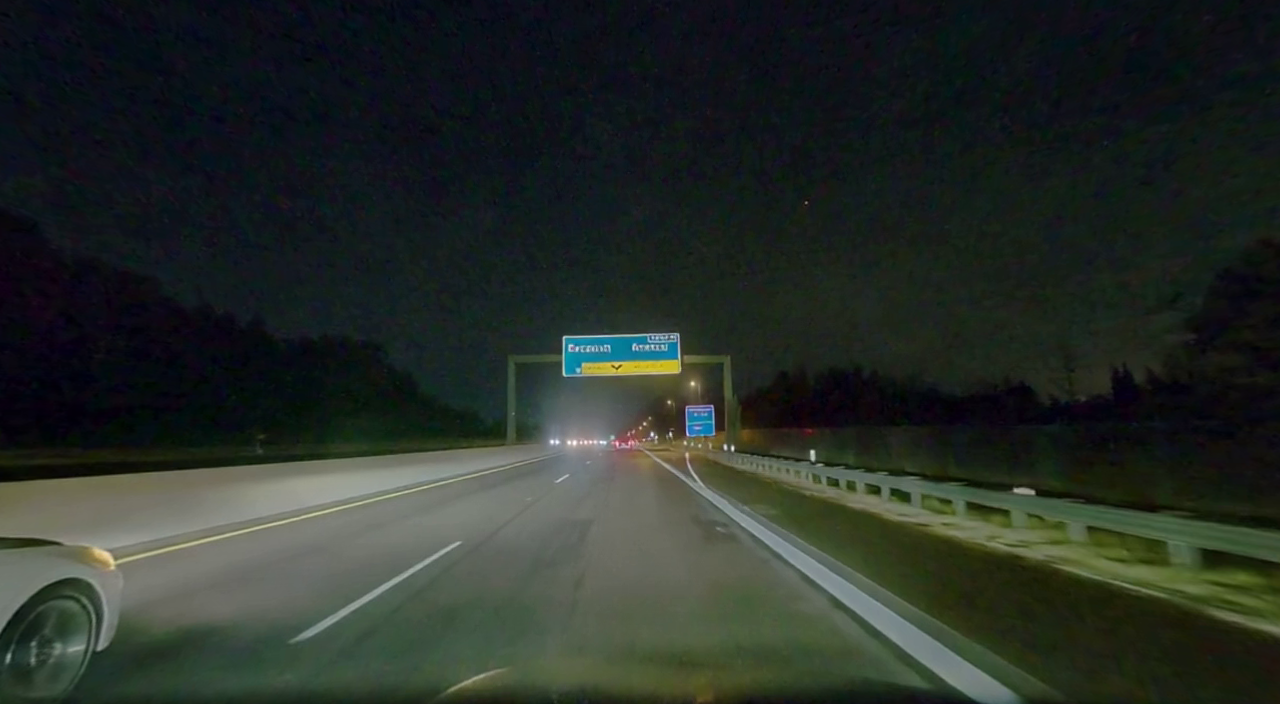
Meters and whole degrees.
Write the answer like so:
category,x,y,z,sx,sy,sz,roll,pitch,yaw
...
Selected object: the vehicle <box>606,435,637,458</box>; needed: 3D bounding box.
category,x,y,z,sx,sy,sz,roll,pitch,yaw
vehicle,-1.272,6.482,43.336,2.025,1.519,3.924,0,-8,-1
